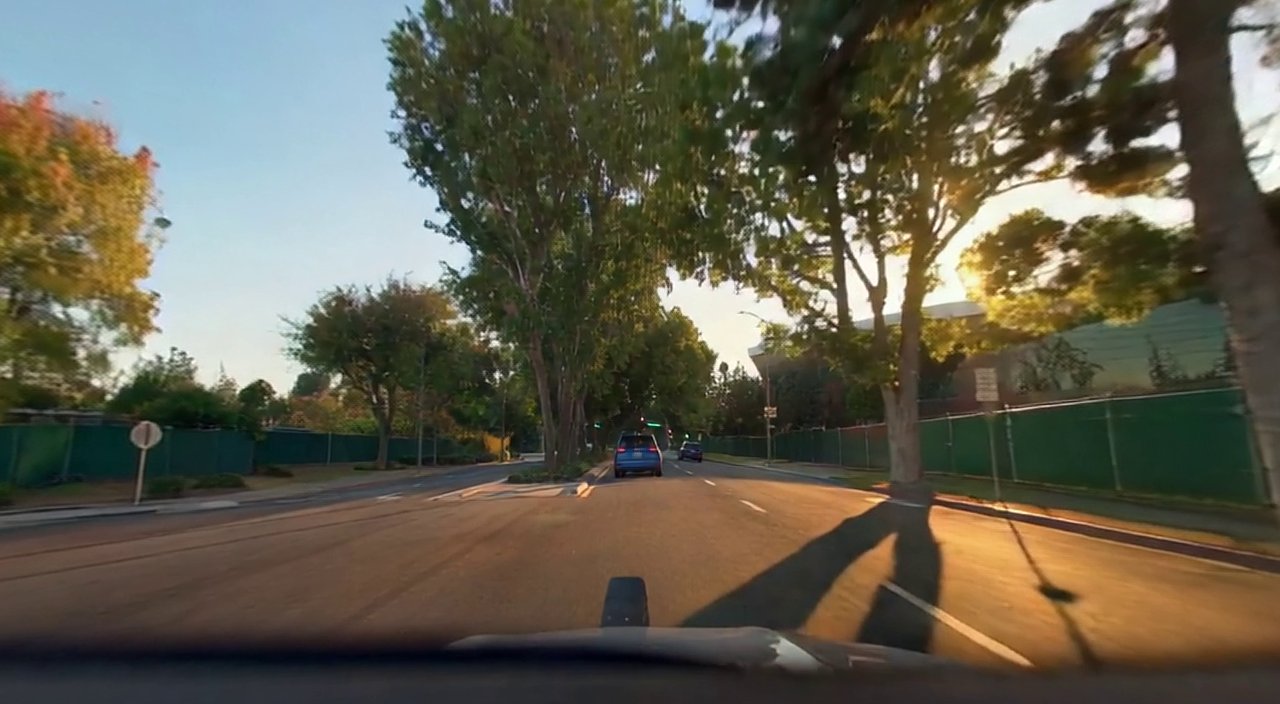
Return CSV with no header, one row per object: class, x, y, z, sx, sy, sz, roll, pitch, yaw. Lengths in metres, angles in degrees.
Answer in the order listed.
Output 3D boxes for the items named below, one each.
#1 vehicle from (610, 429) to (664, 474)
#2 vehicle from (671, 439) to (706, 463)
vehicle,-0.148,4.770,30.339,2.386,1.947,4.168,0,-8,0
vehicle,3.620,7.495,48.033,2.138,1.699,4.852,0,-8,-2
